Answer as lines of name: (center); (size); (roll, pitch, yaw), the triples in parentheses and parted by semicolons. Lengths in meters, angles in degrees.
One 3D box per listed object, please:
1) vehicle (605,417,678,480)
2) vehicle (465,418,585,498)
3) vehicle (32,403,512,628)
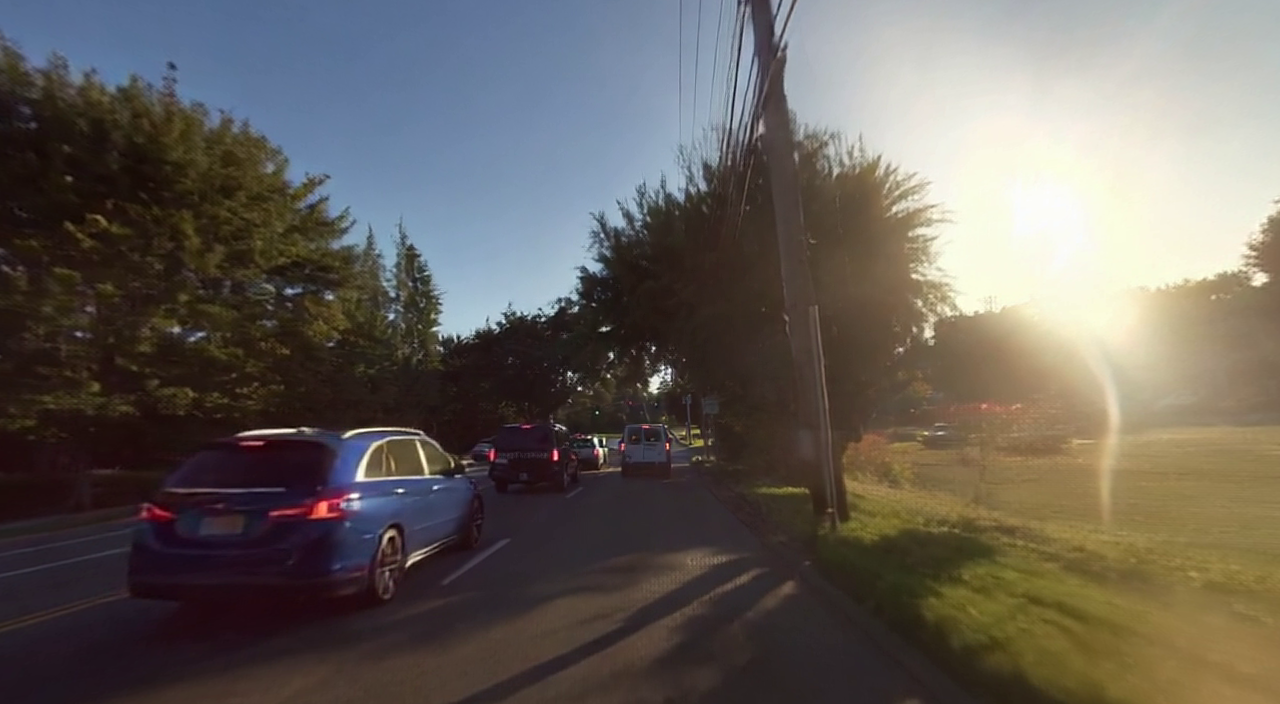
vehicle: (0.136, 3.279, 21.537); (2.241, 1.912, 4.095); (-1, -8, 3)
vehicle: (-2.797, 2.734, 16.578); (2.062, 1.796, 4.657); (-1, -8, 3)
vehicle: (-3.078, 1.474, 6.841); (2.180, 1.546, 4.755); (0, -8, 2)
